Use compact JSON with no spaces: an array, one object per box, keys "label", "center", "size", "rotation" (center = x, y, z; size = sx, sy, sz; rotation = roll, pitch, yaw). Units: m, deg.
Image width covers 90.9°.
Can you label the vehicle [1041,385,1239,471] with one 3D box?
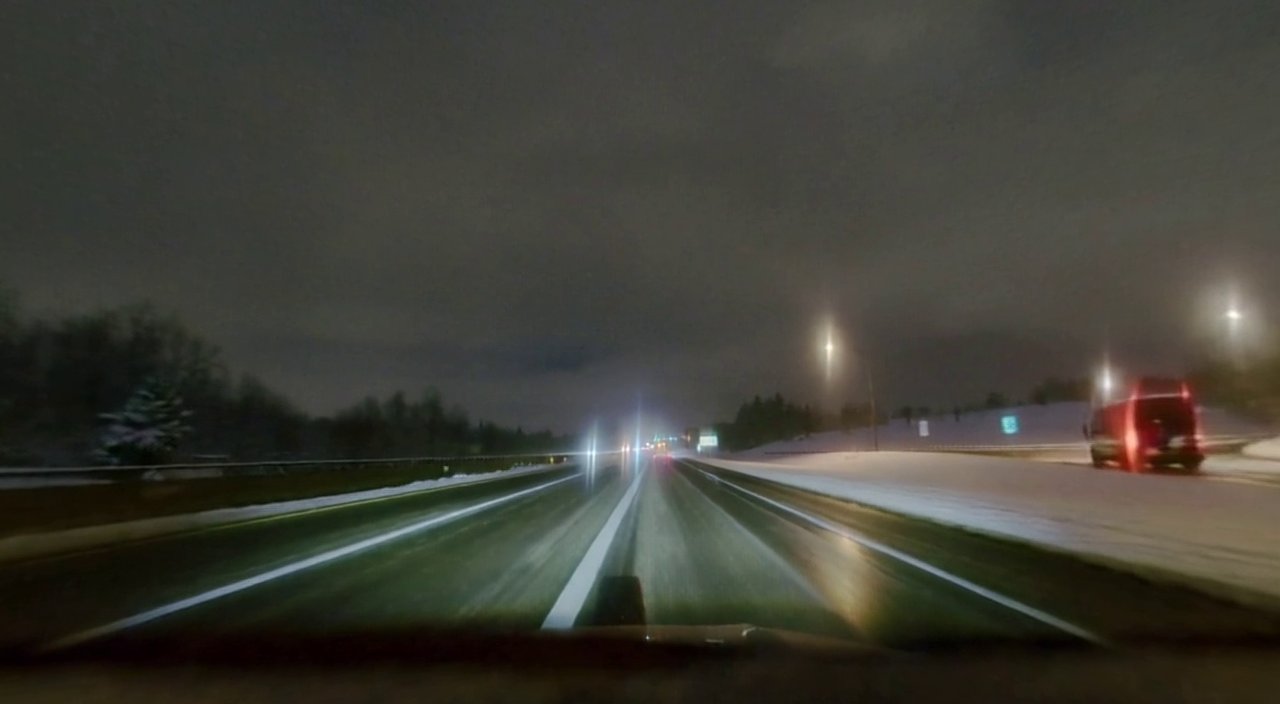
[{"label":"vehicle","center":[28.607,4.798,37.563],"size":[3.063,4.060,14.922],"rotation":[-2,-9,14]}]
